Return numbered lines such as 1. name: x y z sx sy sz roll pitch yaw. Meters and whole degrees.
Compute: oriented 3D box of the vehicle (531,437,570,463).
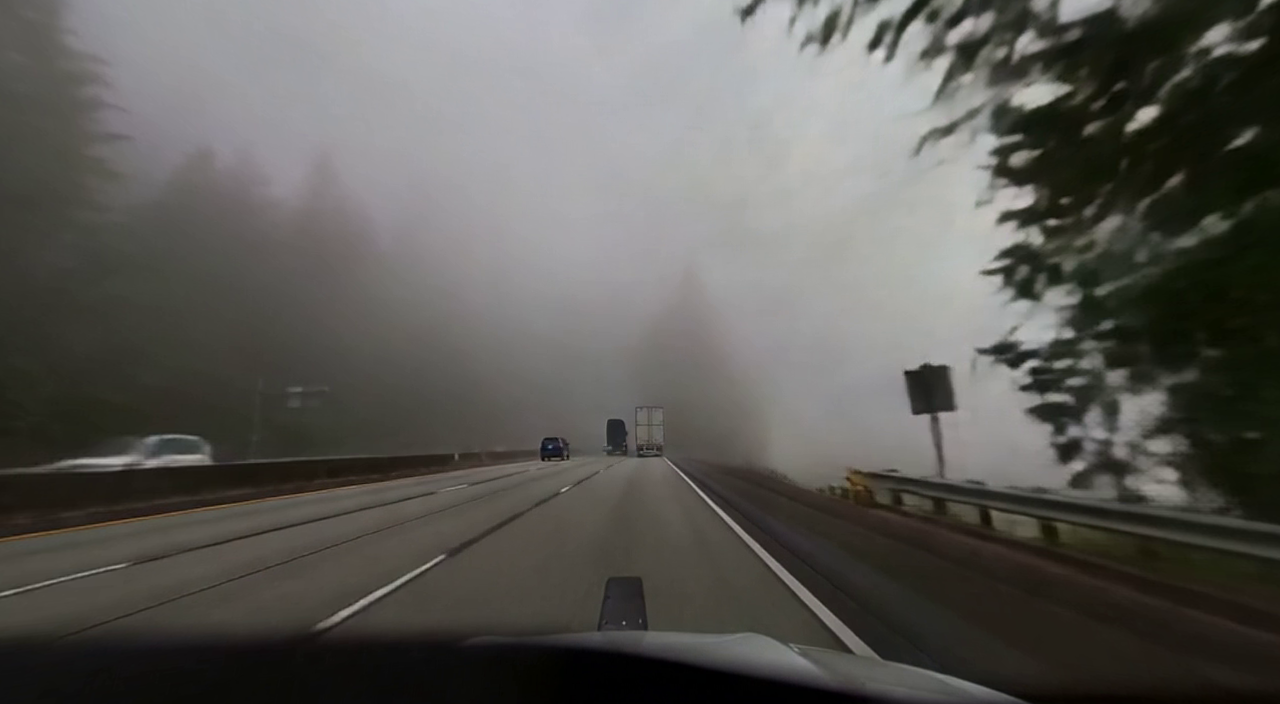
1. vehicle: -6.779 7.512 48.312 2.149 1.884 4.627 0 -8 2
